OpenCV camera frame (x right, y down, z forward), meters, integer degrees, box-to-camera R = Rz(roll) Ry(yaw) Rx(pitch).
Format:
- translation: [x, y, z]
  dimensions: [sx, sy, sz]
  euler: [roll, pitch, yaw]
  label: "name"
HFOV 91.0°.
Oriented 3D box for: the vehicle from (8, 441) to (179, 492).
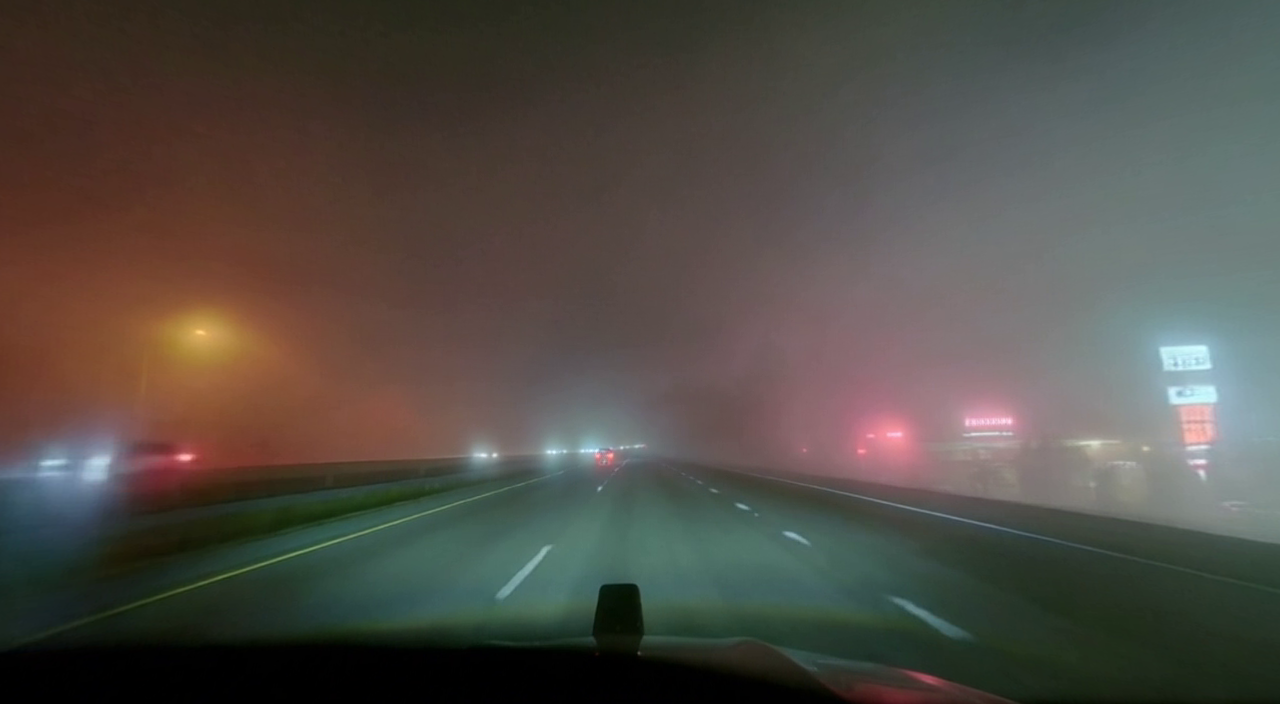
- translation: [-23.710, 4.965, 27.784]
  dimensions: [2.317, 1.961, 5.761]
  euler: [0, -9, 0]
  label: "vehicle"
